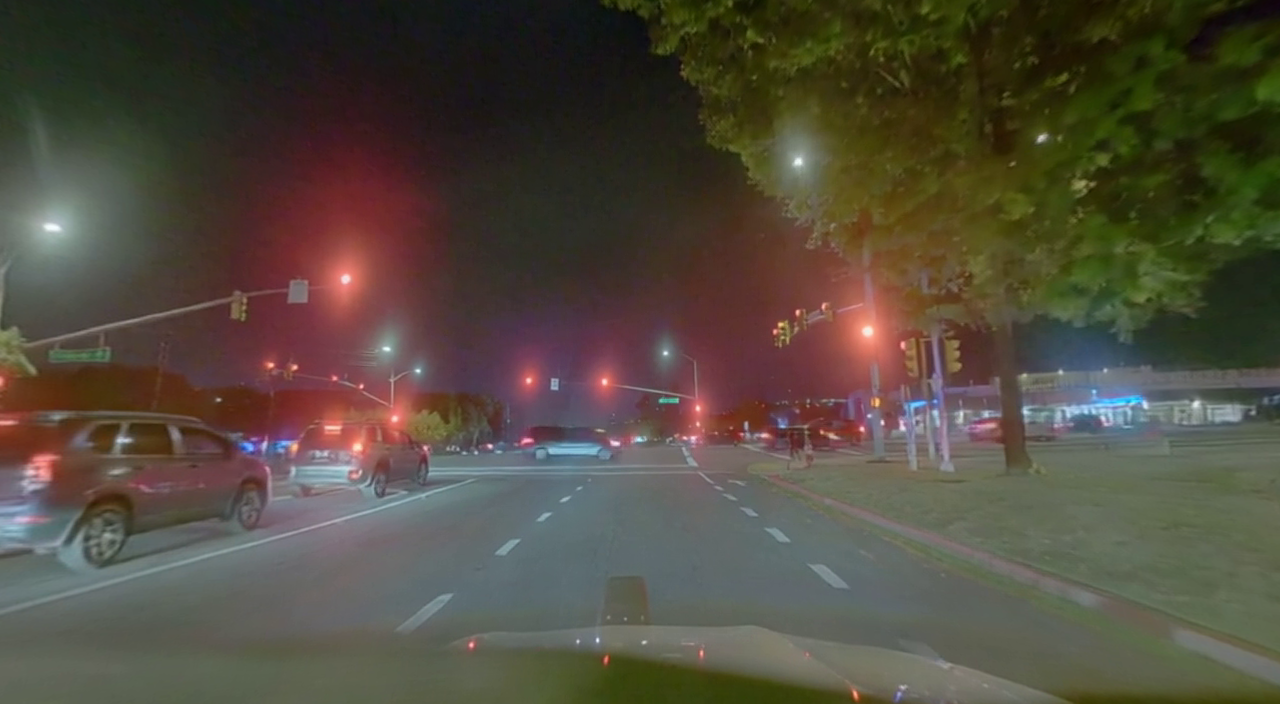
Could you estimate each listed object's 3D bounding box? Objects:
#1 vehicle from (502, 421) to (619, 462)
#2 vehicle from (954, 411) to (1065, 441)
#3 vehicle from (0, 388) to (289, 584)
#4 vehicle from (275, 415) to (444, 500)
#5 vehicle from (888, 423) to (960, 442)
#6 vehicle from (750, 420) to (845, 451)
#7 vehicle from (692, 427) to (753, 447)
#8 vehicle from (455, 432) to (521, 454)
[{"bbox_3d":[-3.647,4.222,29.601,5.084,1.824,2.050,-1,-9,6],"label":"vehicle"},{"bbox_3d":[20.255,4.103,34.706,4.836,1.508,1.875,-1,-9,6],"label":"vehicle"},{"bbox_3d":[-6.669,1.531,7.900,1.967,1.741,4.385,0,-9,0],"label":"vehicle"},{"bbox_3d":[-6.392,2.483,15.113,1.785,1.678,4.729,0,-9,1],"label":"vehicle"},{"bbox_3d":[22.400,6.380,49.894,4.785,1.472,1.799,-1,-9,6],"label":"vehicle"},{"bbox_3d":[7.963,4.279,32.195,4.429,1.489,1.773,-1,-9,6],"label":"vehicle"},{"bbox_3d":[6.228,6.465,47.883,4.459,1.477,1.754,-1,-9,6],"label":"vehicle"},{"bbox_3d":[-11.971,7.183,49.688,4.663,1.637,1.836,-1,-9,7],"label":"vehicle"}]
